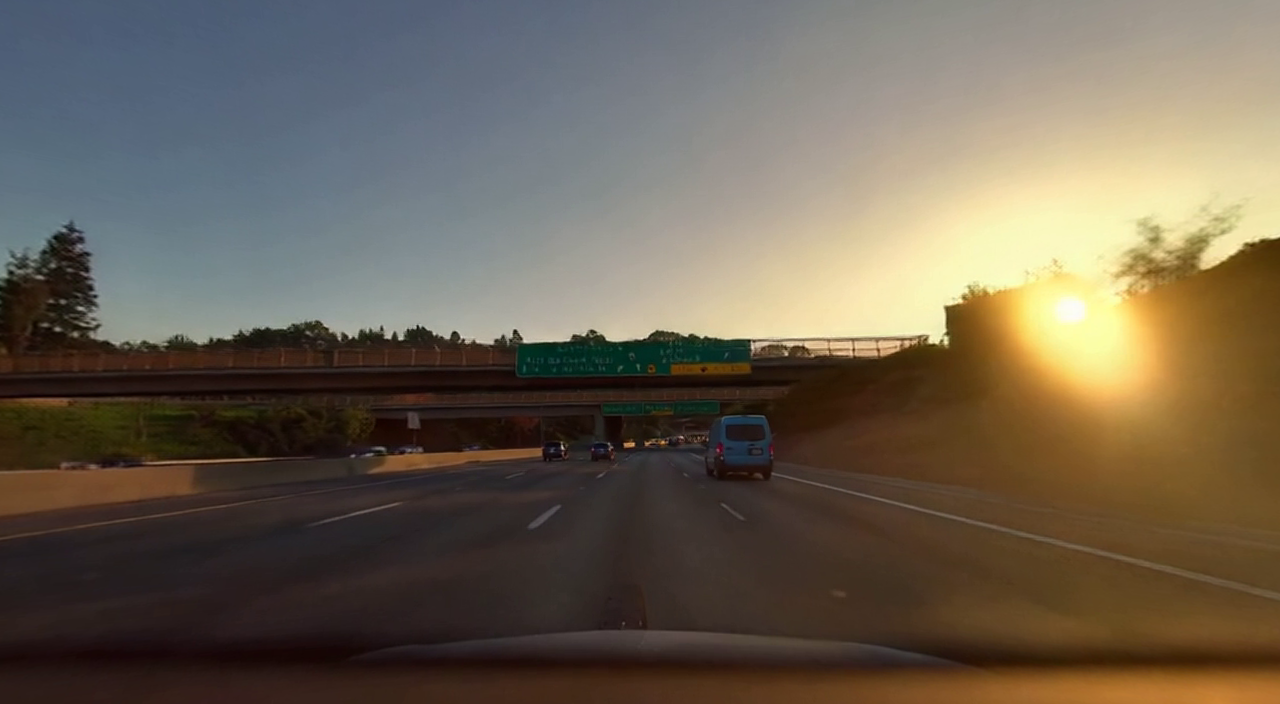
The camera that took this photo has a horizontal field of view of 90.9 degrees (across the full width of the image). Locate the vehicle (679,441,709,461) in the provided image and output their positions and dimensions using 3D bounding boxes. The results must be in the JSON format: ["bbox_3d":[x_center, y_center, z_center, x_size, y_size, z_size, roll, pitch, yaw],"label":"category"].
[{"bbox_3d":[4.121,7.673,48.892,1.883,1.456,4.044,0,-8,-1],"label":"vehicle"}]

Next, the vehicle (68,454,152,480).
[{"bbox_3d":[-37.697,8.183,45.003,1.918,1.642,4.657,0,-8,0],"label":"vehicle"}]

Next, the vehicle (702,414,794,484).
[{"bbox_3d":[3.759,3.551,23.203,2.347,2.234,5.352,0,-8,-1],"label":"vehicle"}]
